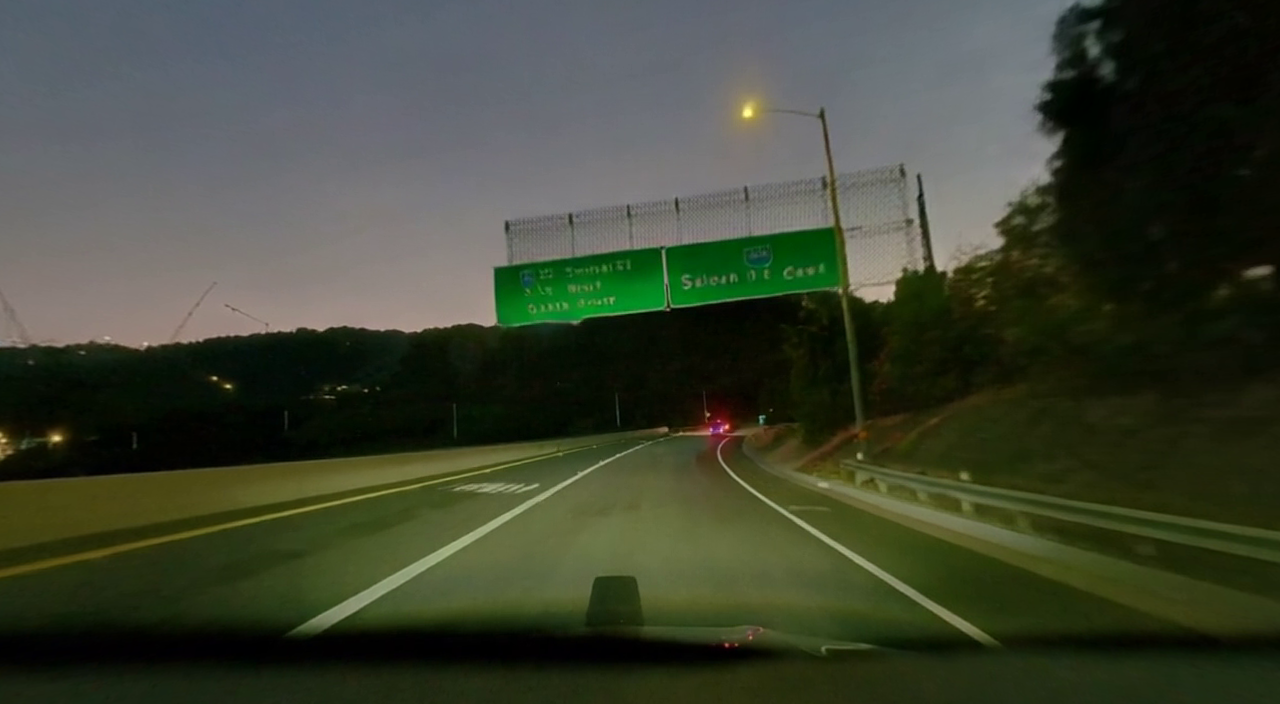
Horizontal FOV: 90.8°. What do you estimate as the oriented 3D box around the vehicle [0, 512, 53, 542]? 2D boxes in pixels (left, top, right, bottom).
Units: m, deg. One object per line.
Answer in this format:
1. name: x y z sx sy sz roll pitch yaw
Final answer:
1. vehicle: -42.150 11.700 42.289 1.772 1.502 4.002 -1 -8 1
